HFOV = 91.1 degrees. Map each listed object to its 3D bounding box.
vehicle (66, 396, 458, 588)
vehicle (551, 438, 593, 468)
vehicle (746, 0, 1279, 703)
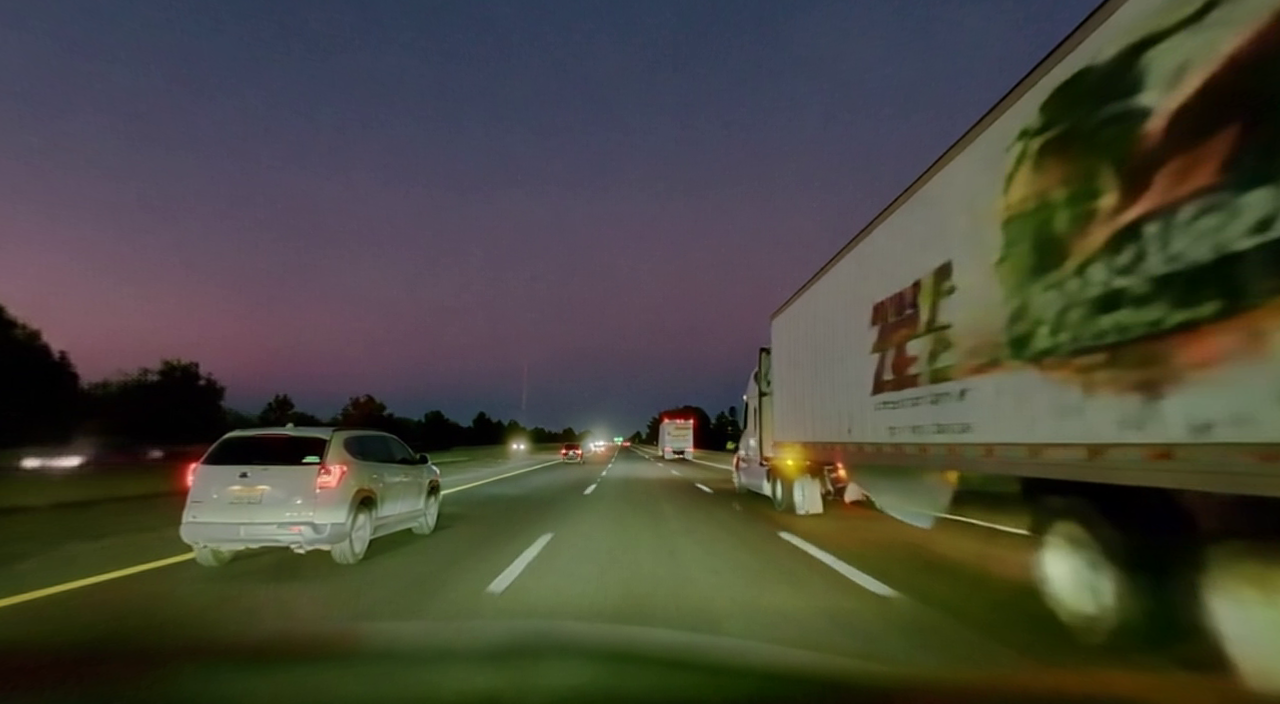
[{"bbox_3d":[-4.166,1.643,8.176,2.202,1.760,4.617,0,-9,0],"label":"vehicle"},{"bbox_3d":[-4.047,6.113,38.127,2.139,1.716,4.530,0,-9,-1],"label":"vehicle"},{"bbox_3d":[4.175,0.465,7.966,2.933,4.016,13.949,0,-9,-1],"label":"vehicle"}]
